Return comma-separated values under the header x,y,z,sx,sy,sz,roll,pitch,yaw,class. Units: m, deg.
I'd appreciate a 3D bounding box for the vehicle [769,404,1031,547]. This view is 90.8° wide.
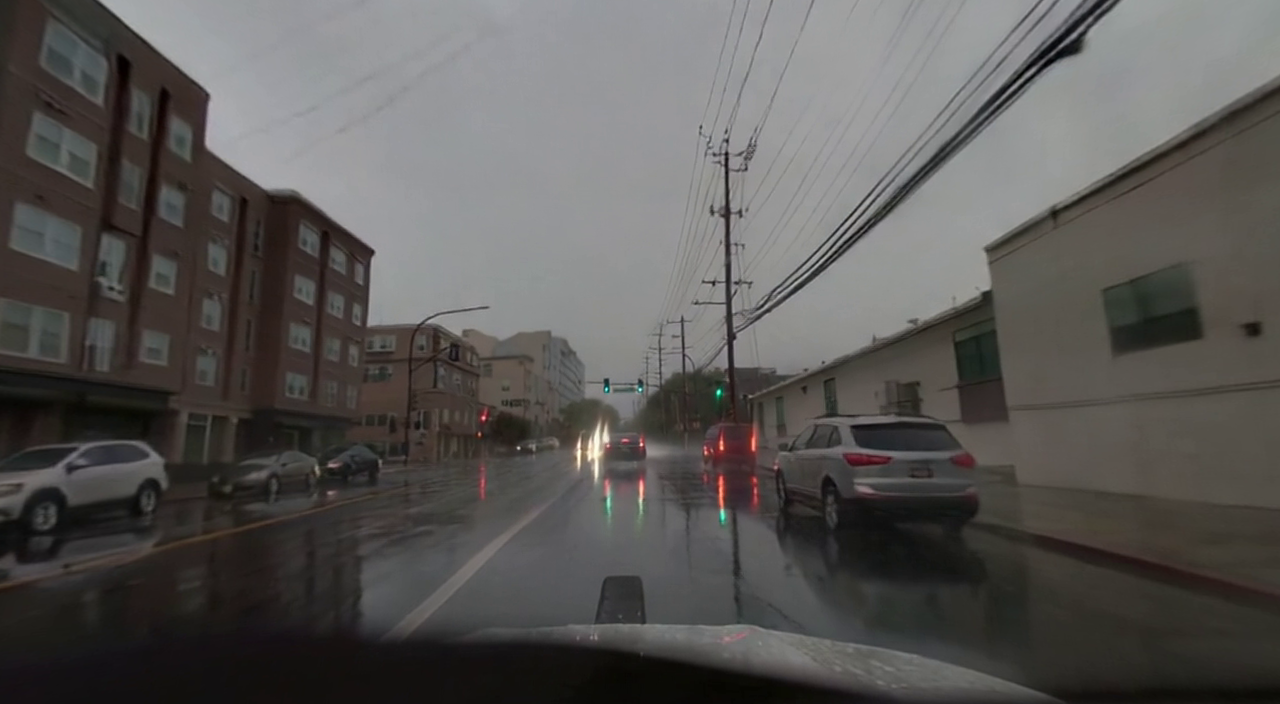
x,y,z,sx,sy,sz,roll,pitch,yaw,class
3.703,1.820,10.142,2.186,1.764,4.470,0,-7,-2,vehicle

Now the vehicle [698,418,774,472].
x,y,z,sx,sy,sz,roll,pitch,yaw,class
3.728,3.705,25.590,2.248,1.945,5.011,0,-7,-1,vehicle

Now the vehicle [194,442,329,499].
x,y,z,sx,sy,sz,roll,pitch,yaw,class
-12.012,3.739,20.401,2.004,1.526,3.807,-2,-7,0,vehicle

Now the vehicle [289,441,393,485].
x,y,z,sx,sy,sz,roll,pitch,yaw,class
-11.990,4.431,25.718,1.910,1.498,4.662,-2,-7,1,vehicle

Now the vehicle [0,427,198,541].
x,y,z,sx,sy,sz,roll,pitch,yaw,class
-11.872,2.537,13.114,1.997,1.918,4.736,0,-7,-2,vehicle

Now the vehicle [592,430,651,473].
x,y,z,sx,sy,sz,roll,pitch,yaw,class
-0.626,3.634,23.558,2.019,1.453,4.129,0,-7,0,vehicle
